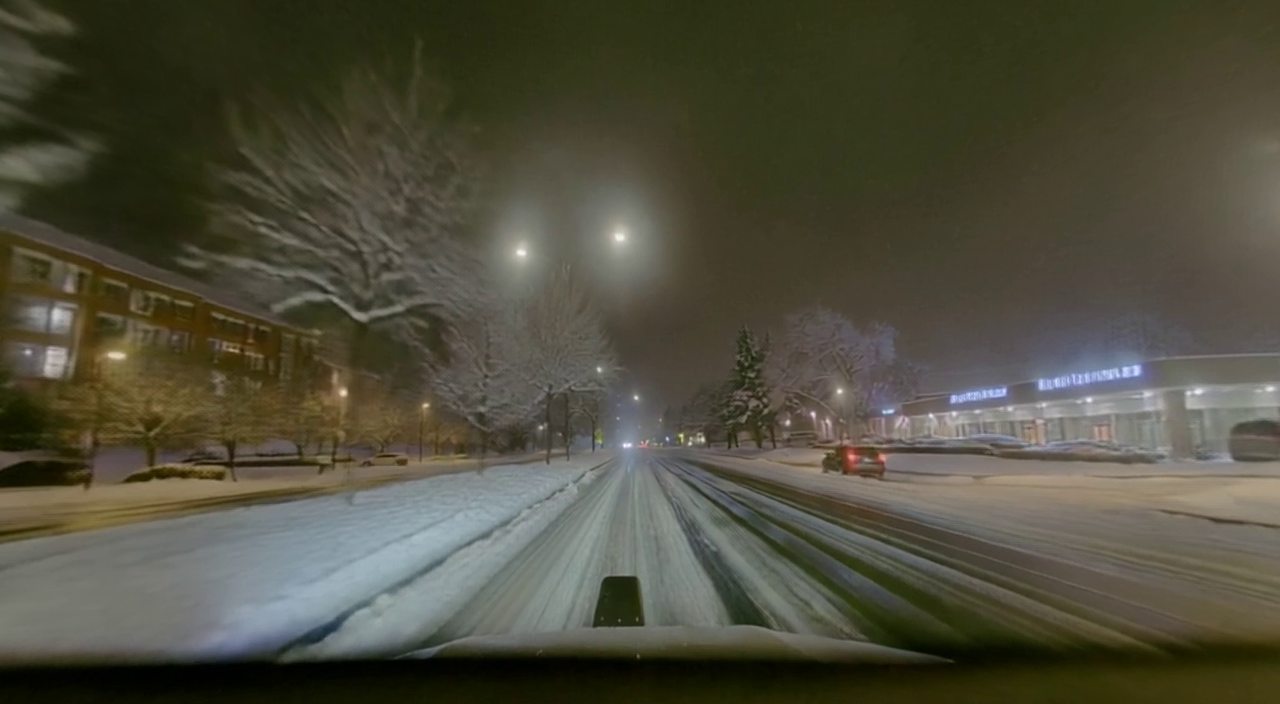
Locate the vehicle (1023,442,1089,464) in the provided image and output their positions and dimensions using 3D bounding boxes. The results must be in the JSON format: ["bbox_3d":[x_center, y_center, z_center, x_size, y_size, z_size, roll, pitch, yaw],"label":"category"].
[{"bbox_3d":[29.072,7.048,44.132,1.931,1.408,3.757,1,-8,-2],"label":"vehicle"}]

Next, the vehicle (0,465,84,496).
[{"bbox_3d":[-30.635,6.489,31.789,3.440,1.394,1.613,0,-8,-1],"label":"vehicle"}]

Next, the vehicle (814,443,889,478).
[{"bbox_3d":[10.073,5.165,30.359,2.013,1.551,4.460,1,-8,-1],"label":"vehicle"}]

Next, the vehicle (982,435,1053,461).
[{"bbox_3d":[26.191,6.704,43.873,1.985,1.723,4.672,0,-9,0],"label":"vehicle"}]

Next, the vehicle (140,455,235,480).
[{"bbox_3d":[-30.796,7.878,42.905,4.920,1.475,1.984,-1,-7,-1],"label":"vehicle"}]
